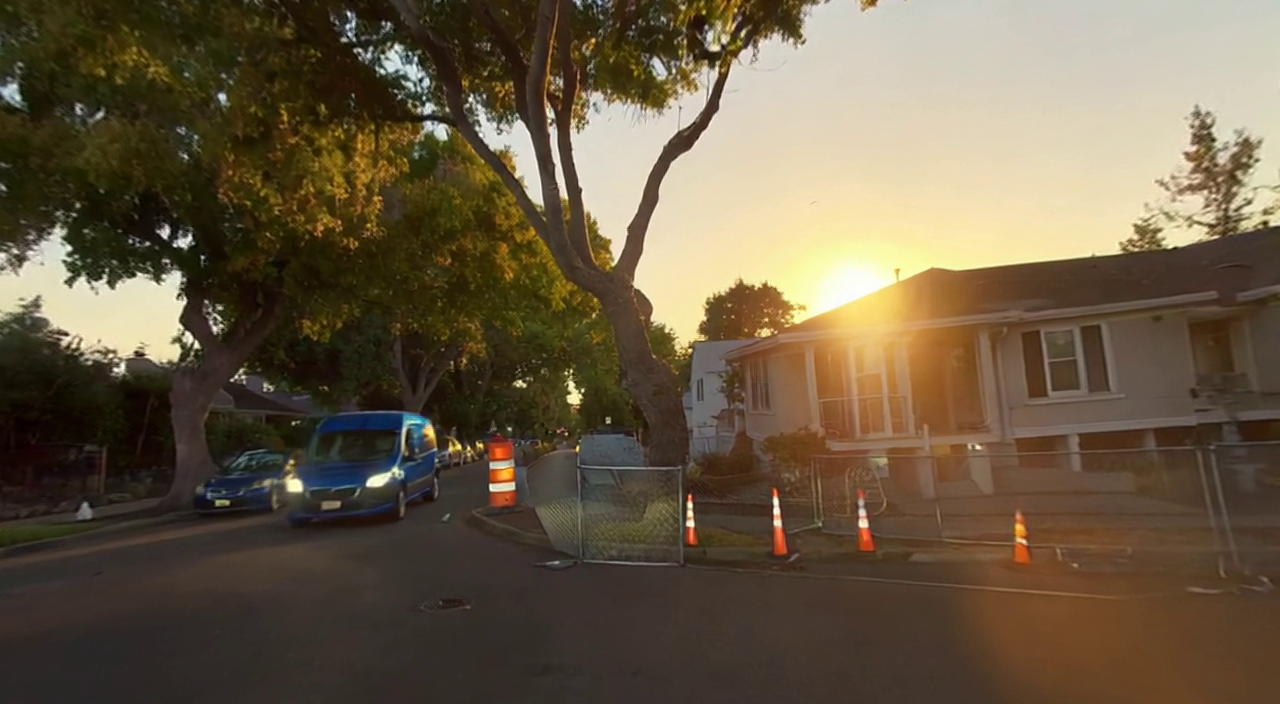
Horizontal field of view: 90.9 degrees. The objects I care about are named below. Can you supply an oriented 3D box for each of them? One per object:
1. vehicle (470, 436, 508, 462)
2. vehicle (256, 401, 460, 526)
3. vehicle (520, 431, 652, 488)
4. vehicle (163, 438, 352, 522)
[{"bbox_3d":[-9.984,6.391,41.828,1.765,1.493,4.130,3,-6,-4],"label":"vehicle"},{"bbox_3d":[-5.184,2.095,12.517,2.219,1.984,4.712,1,-8,-5],"label":"vehicle"},{"bbox_3d":[-1.444,3.058,18.394,1.827,1.436,4.070,-5,-9,29],"label":"vehicle"},{"bbox_3d":[-8.169,2.704,13.987,1.899,1.524,4.082,0,-7,-5],"label":"vehicle"}]
